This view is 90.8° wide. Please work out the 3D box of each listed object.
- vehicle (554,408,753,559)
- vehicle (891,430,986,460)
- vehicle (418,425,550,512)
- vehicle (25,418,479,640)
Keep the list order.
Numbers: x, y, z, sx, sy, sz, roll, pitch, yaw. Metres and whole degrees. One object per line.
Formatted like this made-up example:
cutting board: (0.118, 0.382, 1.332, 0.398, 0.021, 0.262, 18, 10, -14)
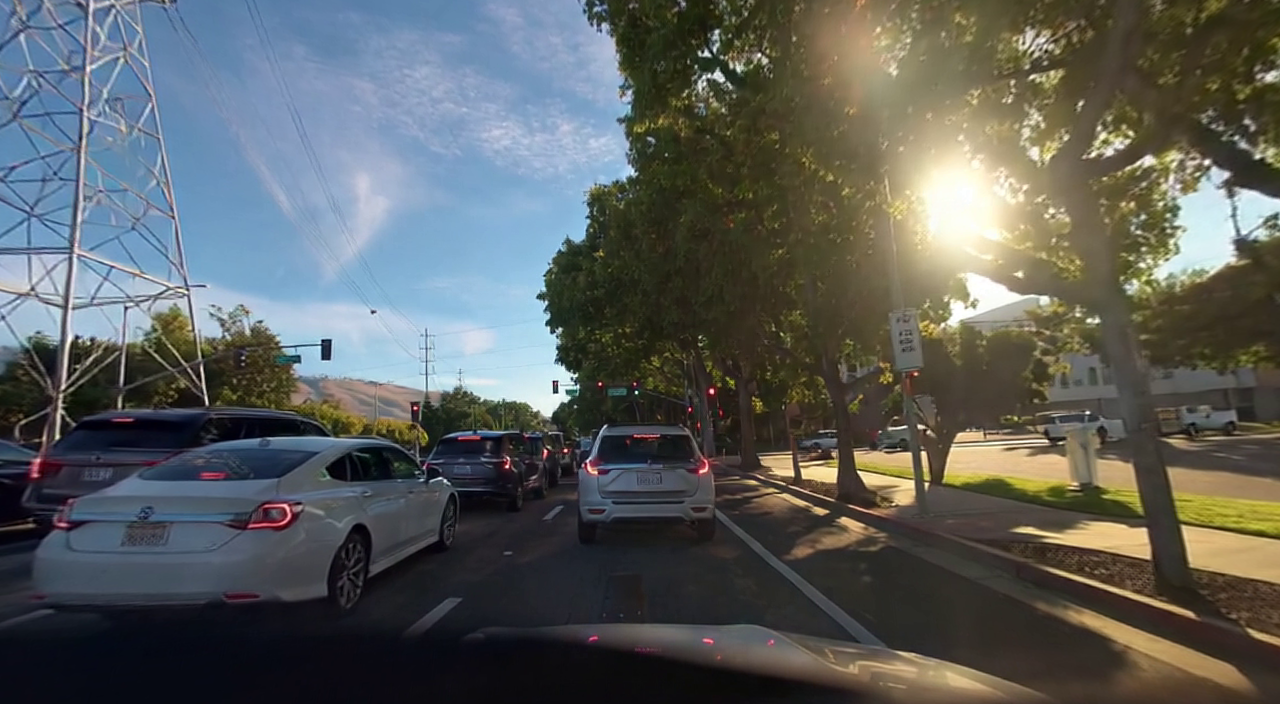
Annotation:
vehicle: (0.094, 1.783, 9.291, 2.239, 1.661, 4.224, 0, -8, -2)
vehicle: (15.097, 4.721, 32.111, 3.858, 1.437, 1.899, 0, -8, -5)
vehicle: (-3.255, 2.508, 14.025, 1.997, 1.636, 3.760, 0, -8, -1)
vehicle: (-3.185, 1.515, 6.550, 1.973, 1.469, 4.448, 0, -8, -1)
